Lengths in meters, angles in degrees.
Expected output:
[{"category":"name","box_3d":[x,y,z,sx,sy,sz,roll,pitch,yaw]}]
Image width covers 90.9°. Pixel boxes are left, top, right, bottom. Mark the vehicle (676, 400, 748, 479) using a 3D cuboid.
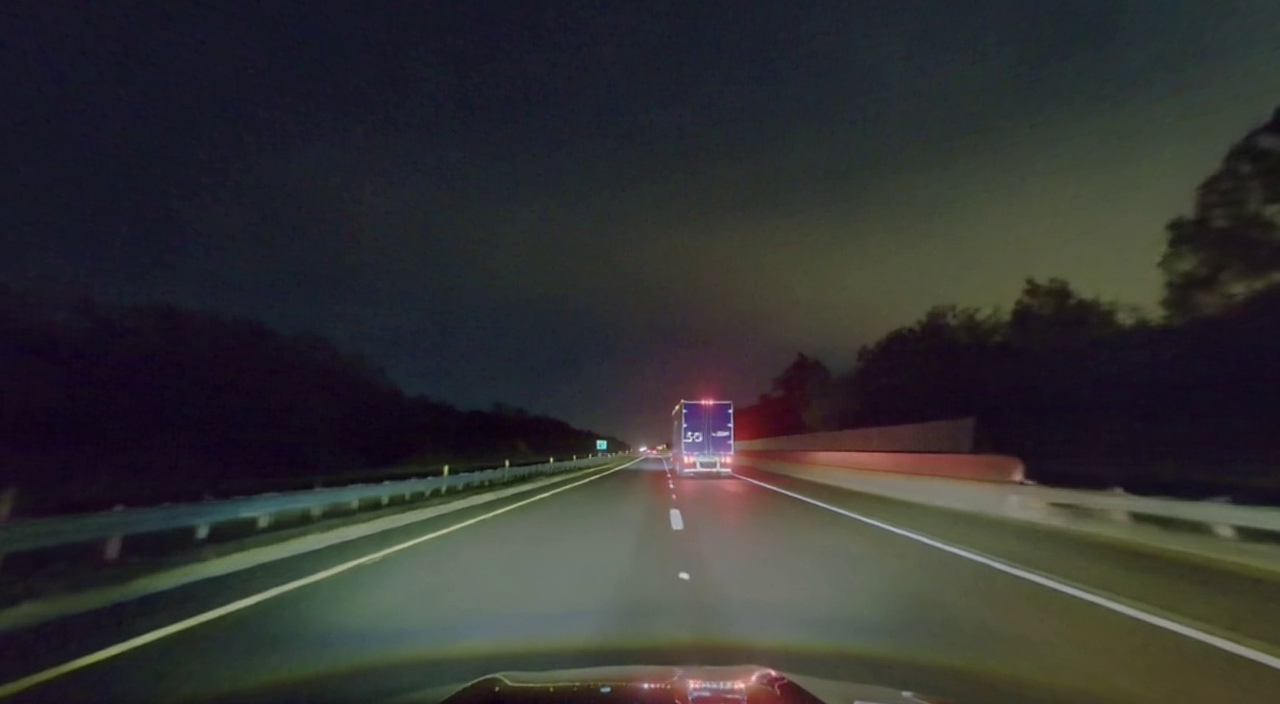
[{"category":"vehicle","box_3d":[3.710,4.940,35.100,3.107,3.718,10.231,0,-9,2]}]
